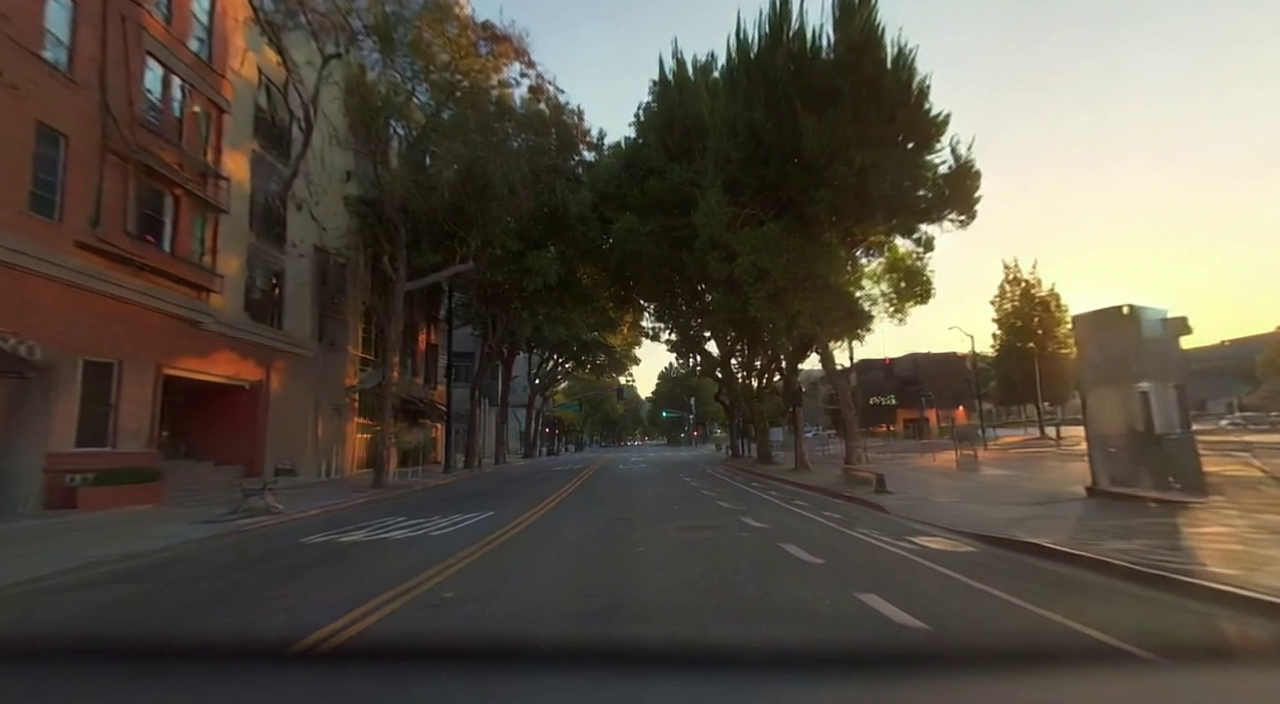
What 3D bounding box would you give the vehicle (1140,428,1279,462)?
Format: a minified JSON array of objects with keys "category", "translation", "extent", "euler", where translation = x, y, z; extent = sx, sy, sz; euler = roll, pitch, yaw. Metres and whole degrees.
[{"category":"vehicle","translation":[31.680,5.149,34.919],"extent":[1.981,1.712,5.765],"euler":[6,-11,-38]}]
